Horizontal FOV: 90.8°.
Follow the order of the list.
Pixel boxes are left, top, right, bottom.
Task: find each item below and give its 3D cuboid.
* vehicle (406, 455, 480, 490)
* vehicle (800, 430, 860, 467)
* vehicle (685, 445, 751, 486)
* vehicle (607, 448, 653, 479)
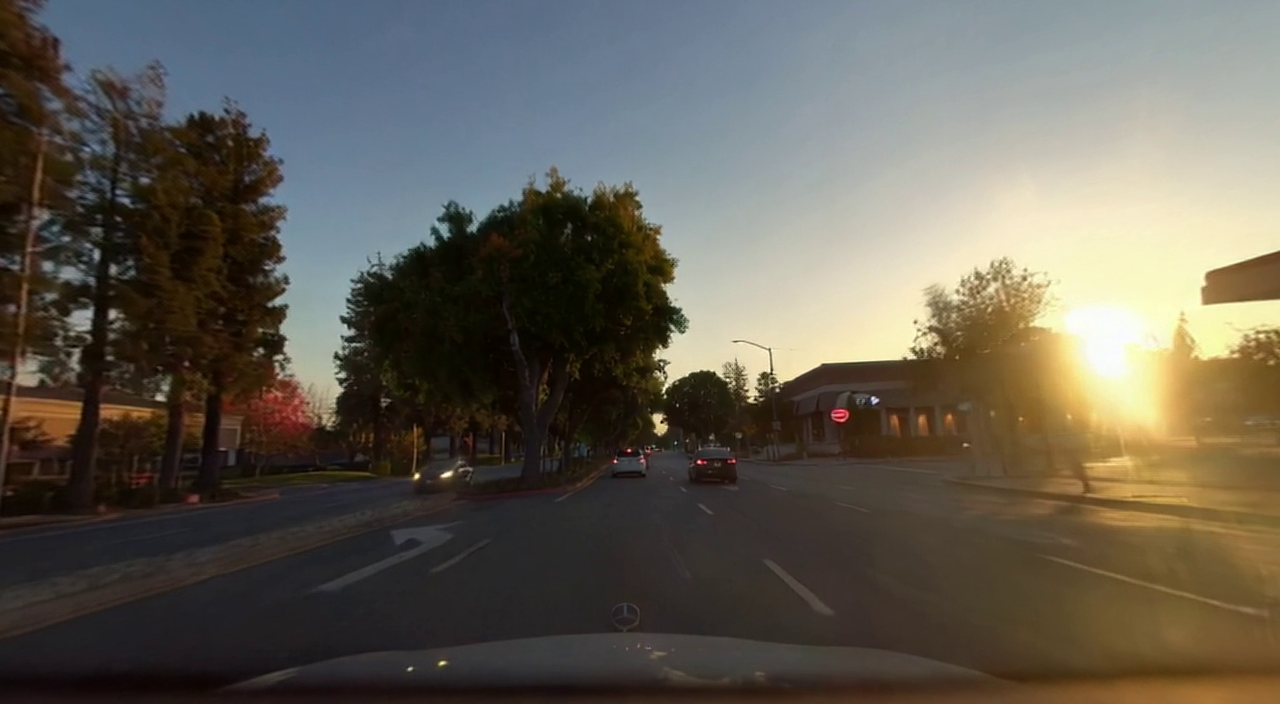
[{"bbox_3d":[-9.592,5.888,31.211,2.140,1.549,4.590,-1,-9,0],"label":"vehicle"},{"bbox_3d":[13.315,6.816,44.478,3.340,2.479,2.547,0,-9,-1],"label":"vehicle"},{"bbox_3d":[3.086,4.639,26.162,2.057,1.491,4.675,-1,-9,-1],"label":"vehicle"},{"bbox_3d":[-0.498,5.820,33.235,2.242,1.474,4.127,-1,-9,0],"label":"vehicle"}]
